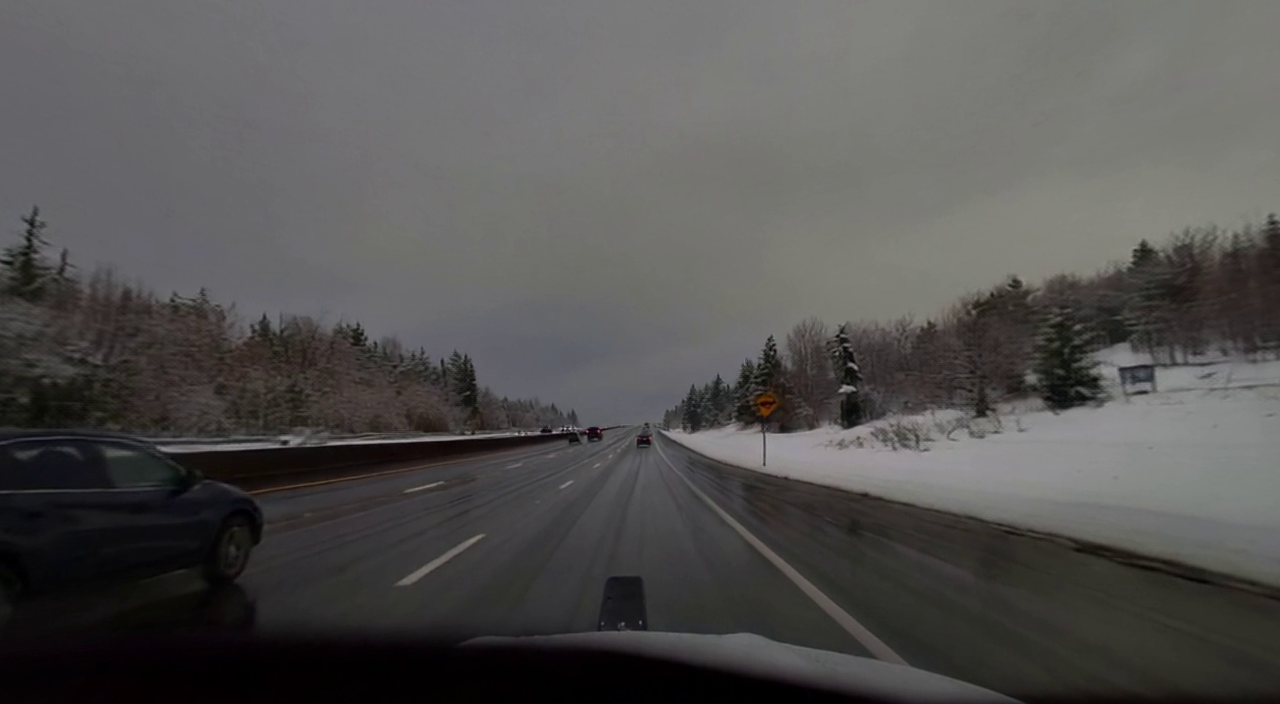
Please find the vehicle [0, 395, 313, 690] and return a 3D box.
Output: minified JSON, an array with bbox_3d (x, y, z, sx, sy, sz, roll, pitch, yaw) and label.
[{"bbox_3d":[-4.445,1.125,4.084,2.071,1.556,4.729,0,-8,1],"label":"vehicle"}]
